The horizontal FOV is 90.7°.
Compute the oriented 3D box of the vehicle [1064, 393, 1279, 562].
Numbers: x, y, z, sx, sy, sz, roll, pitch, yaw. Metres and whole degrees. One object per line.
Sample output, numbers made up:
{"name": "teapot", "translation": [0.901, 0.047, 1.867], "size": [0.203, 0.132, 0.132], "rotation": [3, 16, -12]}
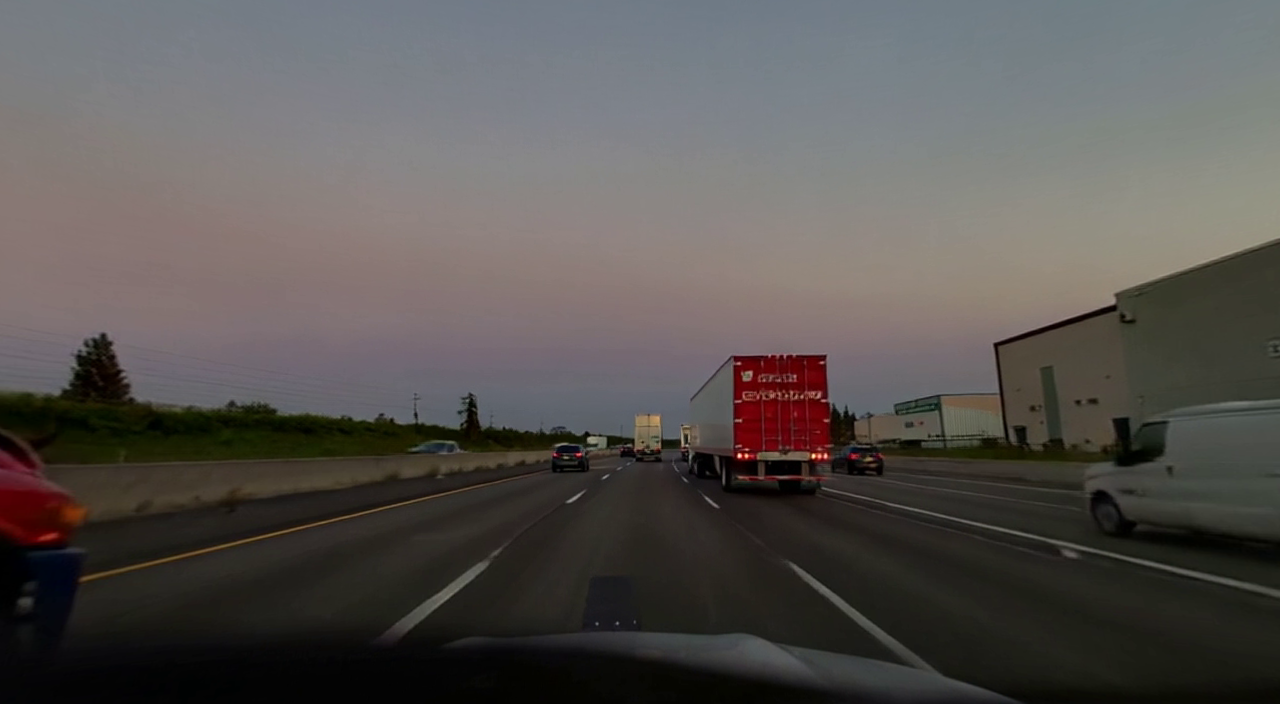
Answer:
{"name": "vehicle", "translation": [8.466, 1.539, 7.961], "size": [2.216, 1.918, 5.742], "rotation": [0, -9, -1]}

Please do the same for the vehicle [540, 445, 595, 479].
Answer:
{"name": "vehicle", "translation": [-3.294, 5.100, 29.618], "size": [2.024, 1.472, 4.014], "rotation": [-1, -9, 1]}

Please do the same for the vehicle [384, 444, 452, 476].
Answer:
{"name": "vehicle", "translation": [-11.941, 5.819, 34.367], "size": [1.957, 1.602, 4.608], "rotation": [-1, -9, 1]}

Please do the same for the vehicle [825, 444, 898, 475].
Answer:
{"name": "vehicle", "translation": [11.376, 5.550, 32.908], "size": [2.060, 1.499, 4.683], "rotation": [0, -9, -1]}

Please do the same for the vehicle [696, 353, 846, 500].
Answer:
{"name": "vehicle", "translation": [4.131, 2.989, 23.903], "size": [2.951, 3.974, 13.340], "rotation": [-1, -9, 1]}
